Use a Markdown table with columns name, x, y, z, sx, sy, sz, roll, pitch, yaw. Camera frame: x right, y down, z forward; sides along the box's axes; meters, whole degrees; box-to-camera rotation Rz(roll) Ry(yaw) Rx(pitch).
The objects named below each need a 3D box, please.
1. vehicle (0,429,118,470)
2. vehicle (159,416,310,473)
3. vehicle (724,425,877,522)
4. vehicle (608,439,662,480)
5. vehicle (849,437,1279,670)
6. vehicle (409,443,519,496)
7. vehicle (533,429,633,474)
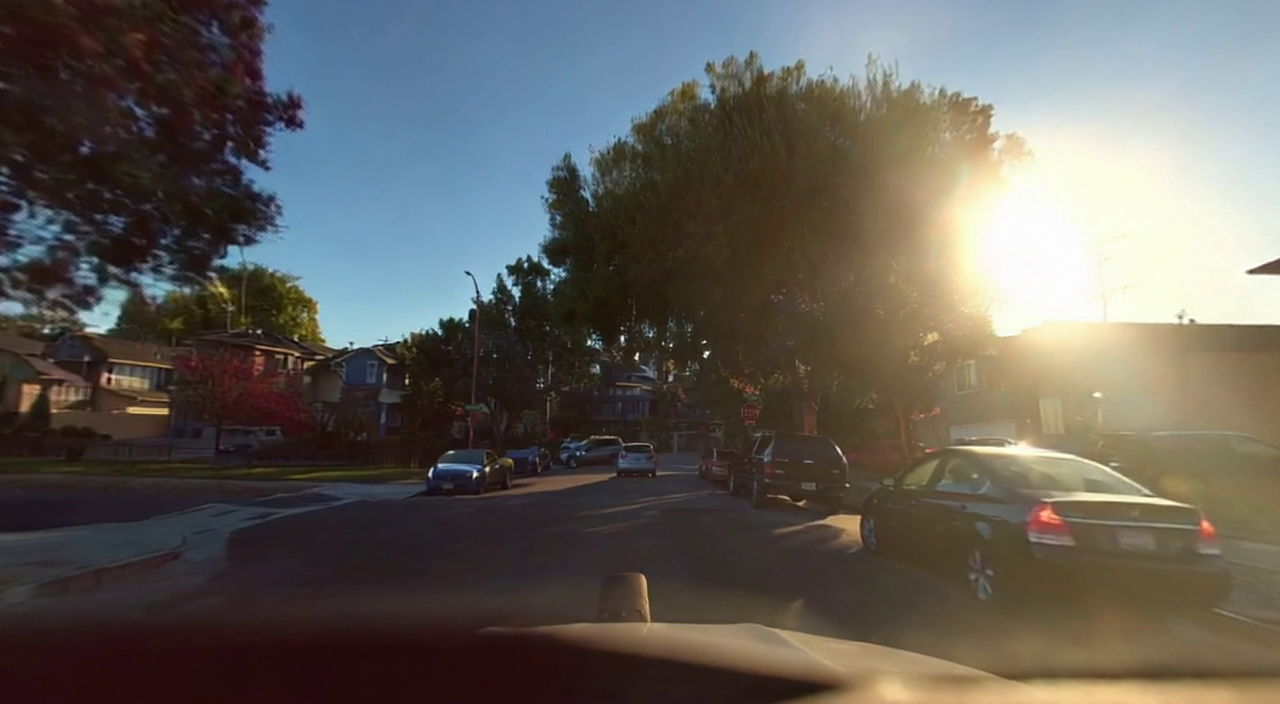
| name | x | y | z | sx | sy | sz | roll | pitch | yaw |
| --- | --- | --- | --- | --- | --- | --- | --- | --- | --- |
| vehicle | -24.258 | 3.996 | 25.764 | 1.852 | 1.518 | 4.438 | 0 | -9 | -1 |
| vehicle | -16.087 | 3.762 | 25.449 | 2.320 | 2.030 | 5.730 | 0 | -9 | -1 |
| vehicle | 3.355 | 2.614 | 14.166 | 2.144 | 1.751 | 4.472 | 2 | -8 | -2 |
| vehicle | -0.246 | 4.293 | 25.336 | 2.010 | 1.499 | 4.107 | 0 | -9 | -2 |
| vehicle | 3.824 | 1.628 | 6.288 | 1.876 | 1.477 | 4.324 | 0 | -8 | -1 |
| vehicle | -5.234 | 3.546 | 19.426 | 1.999 | 1.441 | 4.628 | 0 | -9 | 1 |
| vehicle | -3.380 | 5.691 | 36.162 | 2.772 | 2.319 | 6.249 | 6 | -11 | -37 |
